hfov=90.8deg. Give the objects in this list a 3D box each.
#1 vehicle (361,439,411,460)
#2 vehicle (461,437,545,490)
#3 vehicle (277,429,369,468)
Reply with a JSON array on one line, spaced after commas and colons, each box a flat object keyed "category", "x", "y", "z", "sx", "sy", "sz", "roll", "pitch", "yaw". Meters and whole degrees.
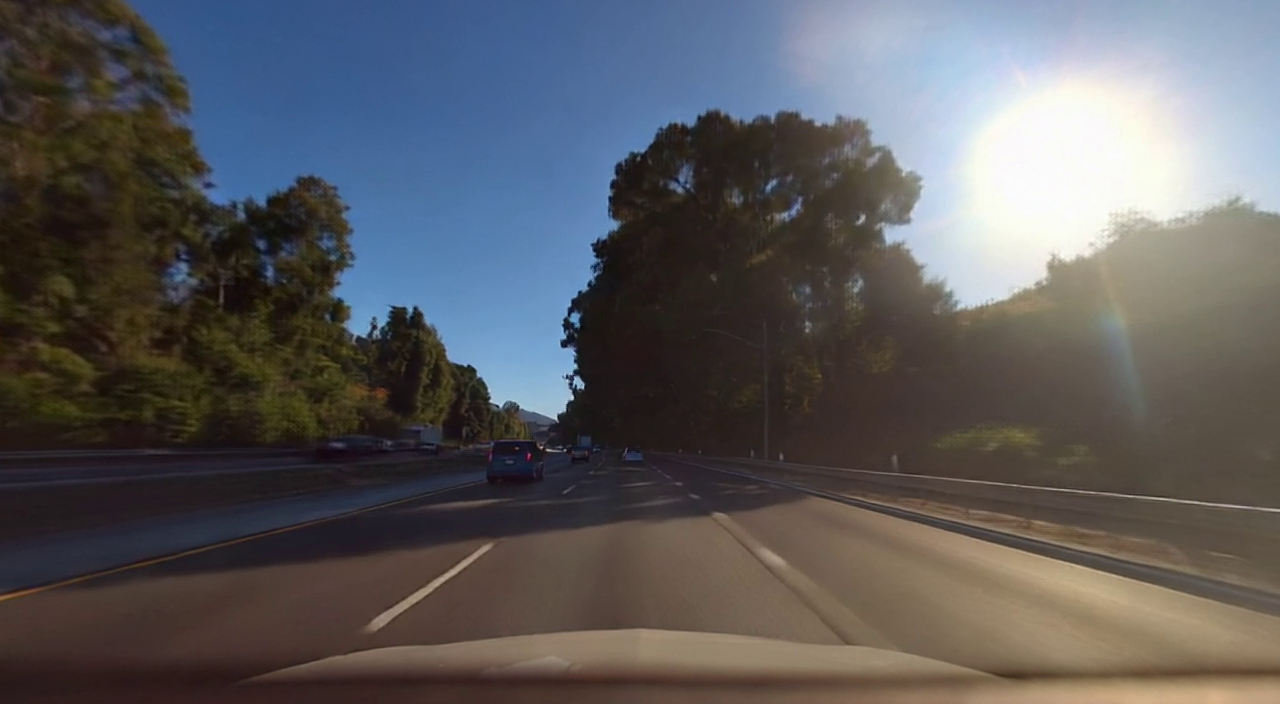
[{"category": "vehicle", "x": -18.290, "y": 7.061, "z": 45.623, "sx": 1.851, "sy": 1.453, "sz": 4.488, "roll": 0, "pitch": -9, "yaw": -2}, {"category": "vehicle", "x": -4.703, "y": 3.909, "z": 22.366, "sx": 2.088, "sy": 1.675, "sz": 4.108, "roll": 0, "pitch": -9, "yaw": 0}, {"category": "vehicle", "x": -13.838, "y": 4.249, "z": 27.847, "sx": 1.899, "sy": 1.536, "sz": 4.263, "roll": 0, "pitch": -9, "yaw": -1}]
